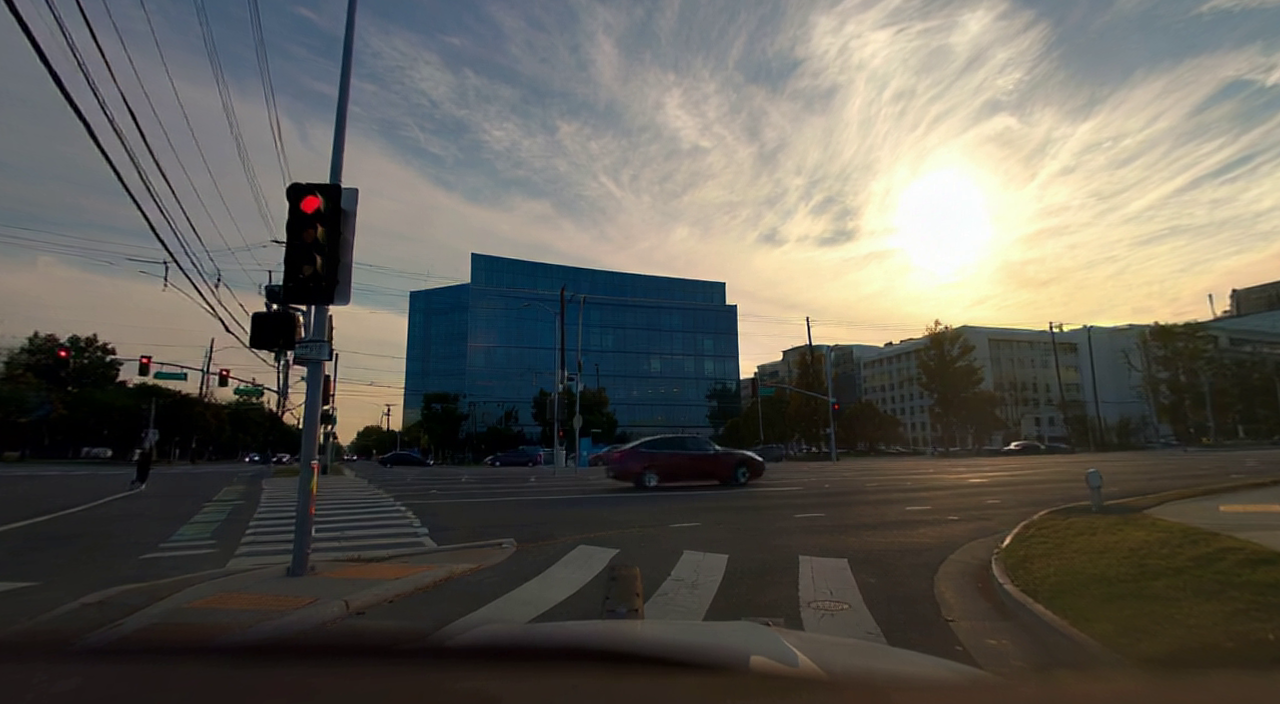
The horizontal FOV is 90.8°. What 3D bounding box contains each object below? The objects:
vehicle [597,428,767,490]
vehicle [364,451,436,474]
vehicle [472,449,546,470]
[{"bbox_3d":[1.118,3.068,18.274,4.530,1.648,2.075,1,-9,-8],"label":"vehicle"},{"bbox_3d":[-17.161,7.858,45.147,4.623,1.471,1.805,4,-9,-25],"label":"vehicle"},{"bbox_3d":[-9.379,7.719,45.354,4.837,1.407,1.818,4,-9,-26],"label":"vehicle"}]
